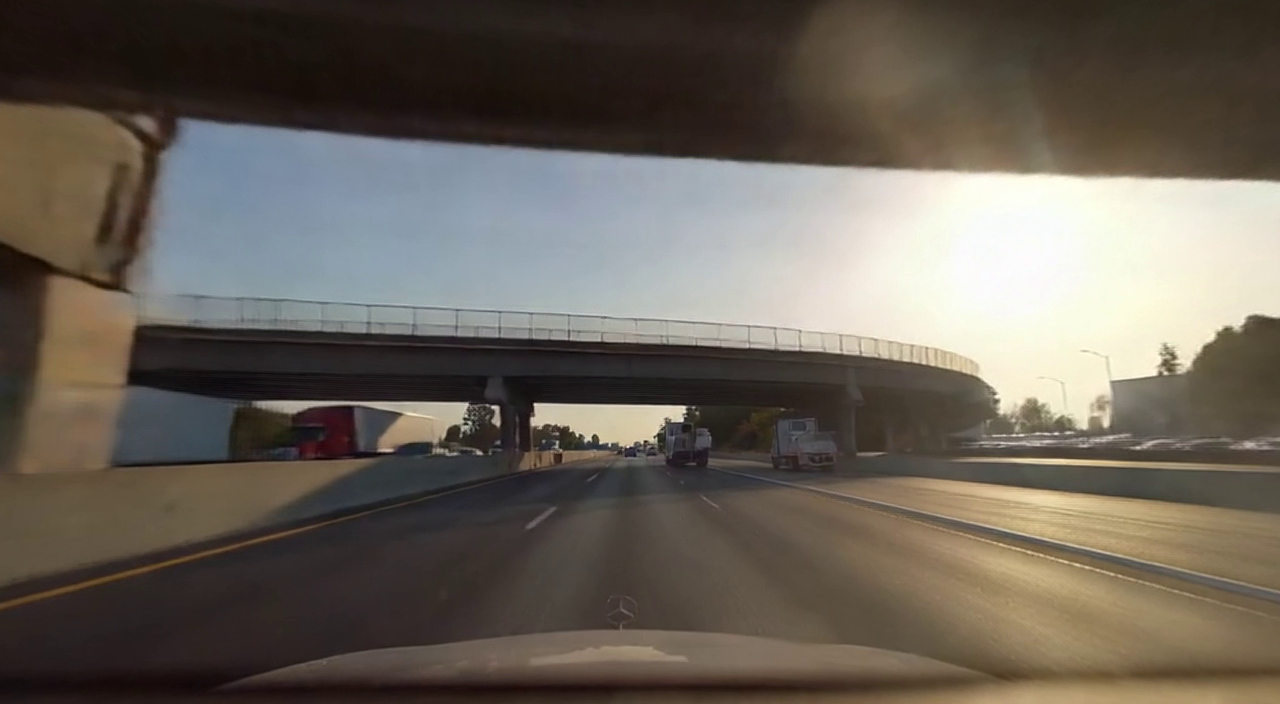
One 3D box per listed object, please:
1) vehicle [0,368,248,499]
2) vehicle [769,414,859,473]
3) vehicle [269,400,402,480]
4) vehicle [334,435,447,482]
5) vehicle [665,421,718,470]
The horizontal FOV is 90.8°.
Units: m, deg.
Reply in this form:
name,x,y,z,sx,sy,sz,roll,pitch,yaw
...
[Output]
name,x,y,z,sx,sy,sz,roll,pitch,yaw
vehicle,-21.229,3.153,23.593,2.850,3.981,16.420,0,-9,-1
vehicle,10.801,5.895,40.490,2.912,3.293,9.588,0,-9,-1
vehicle,-17.611,5.291,37.638,3.294,4.178,9.302,0,-9,-1
vehicle,-10.388,4.511,26.939,2.415,1.754,5.809,0,-9,0
vehicle,3.360,6.420,43.269,2.742,3.054,7.537,0,-9,-2
